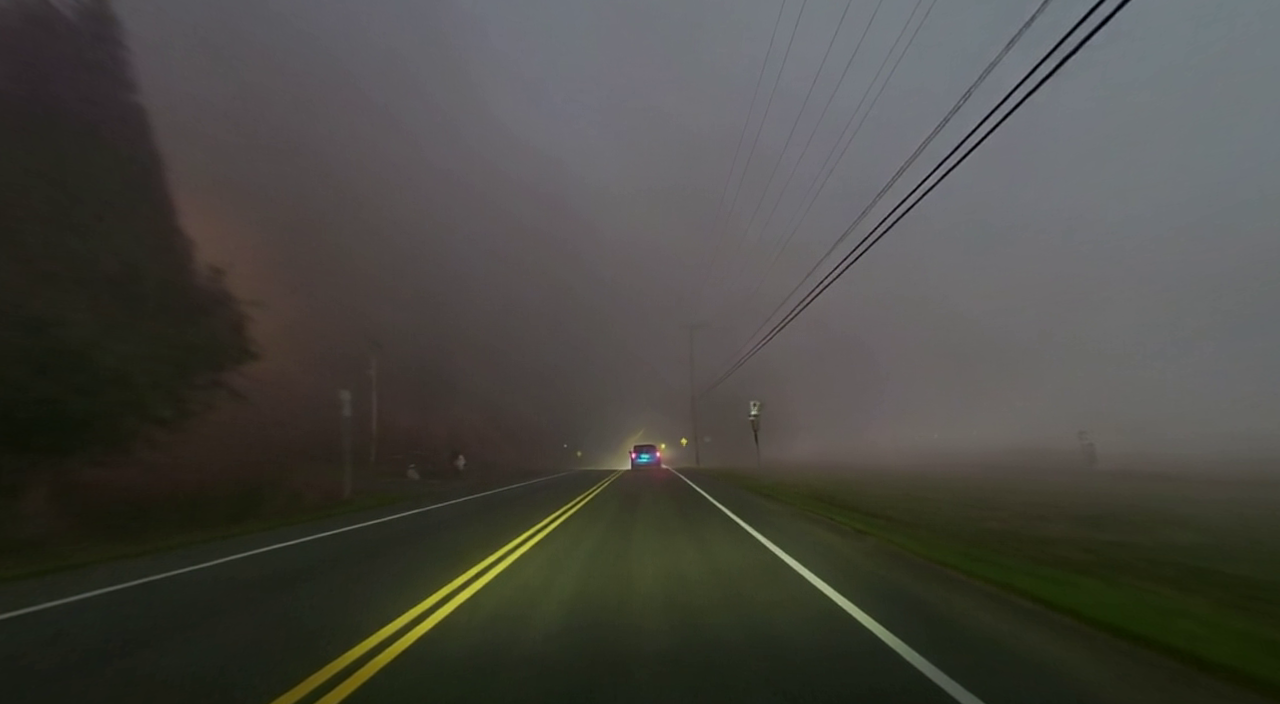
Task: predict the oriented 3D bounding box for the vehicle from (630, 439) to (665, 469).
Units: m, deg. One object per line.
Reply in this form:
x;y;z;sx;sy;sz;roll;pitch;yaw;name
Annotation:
0.512;7.579;47.028;2.468;2.056;4.422;0;-8;0;vehicle
